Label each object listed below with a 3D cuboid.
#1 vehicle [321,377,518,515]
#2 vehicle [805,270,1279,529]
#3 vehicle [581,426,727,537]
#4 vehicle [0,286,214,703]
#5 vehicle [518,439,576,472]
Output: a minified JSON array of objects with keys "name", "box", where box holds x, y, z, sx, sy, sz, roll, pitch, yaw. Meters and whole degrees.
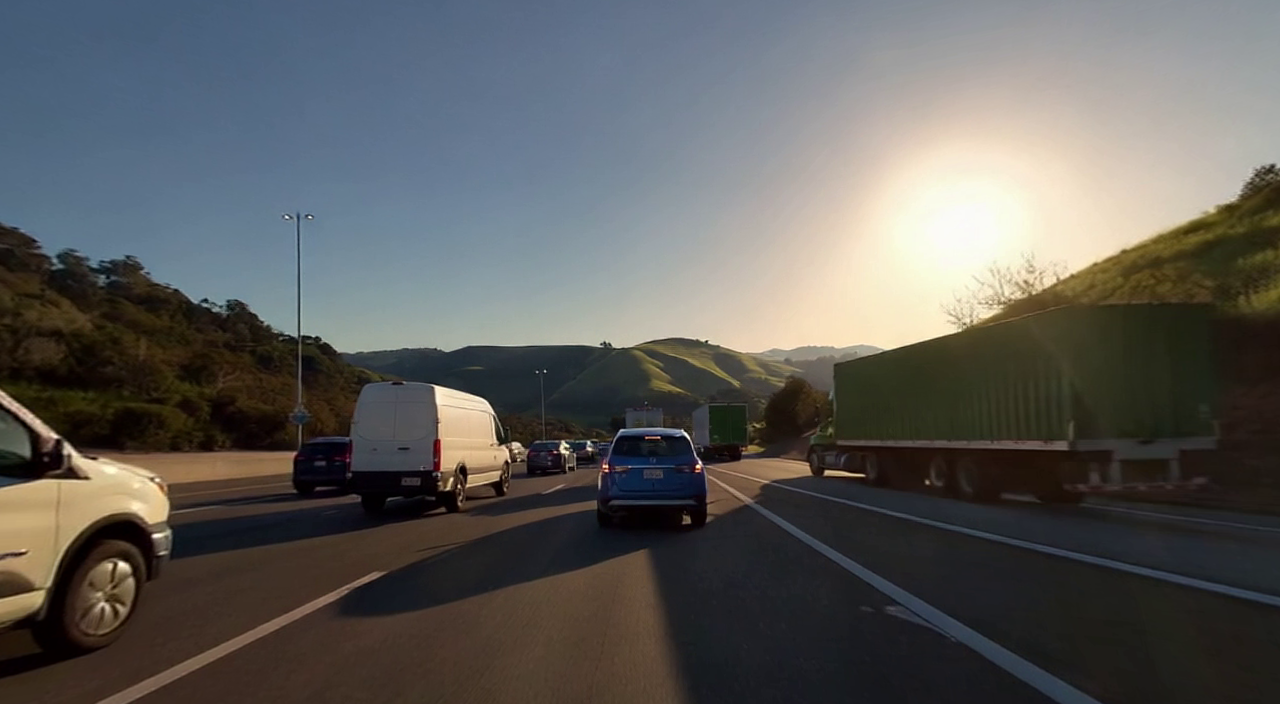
[{"name":"vehicle","box":[-4.595,2.136,14.467,2.300,2.522,5.701,-1,-8,1]},{"name":"vehicle","box":[7.547,1.483,15.071,2.977,3.878,11.111,1,-8,-7]},{"name":"vehicle","box":[0.153,2.071,10.679,2.003,1.499,3.930,0,-8,-1]},{"name":"vehicle","box":[-4.281,0.544,1.870,2.195,2.086,5.445,0,-8,0]},{"name":"vehicle","box":[-4.321,4.892,30.020,2.007,1.457,4.447,-1,-8,1]}]
